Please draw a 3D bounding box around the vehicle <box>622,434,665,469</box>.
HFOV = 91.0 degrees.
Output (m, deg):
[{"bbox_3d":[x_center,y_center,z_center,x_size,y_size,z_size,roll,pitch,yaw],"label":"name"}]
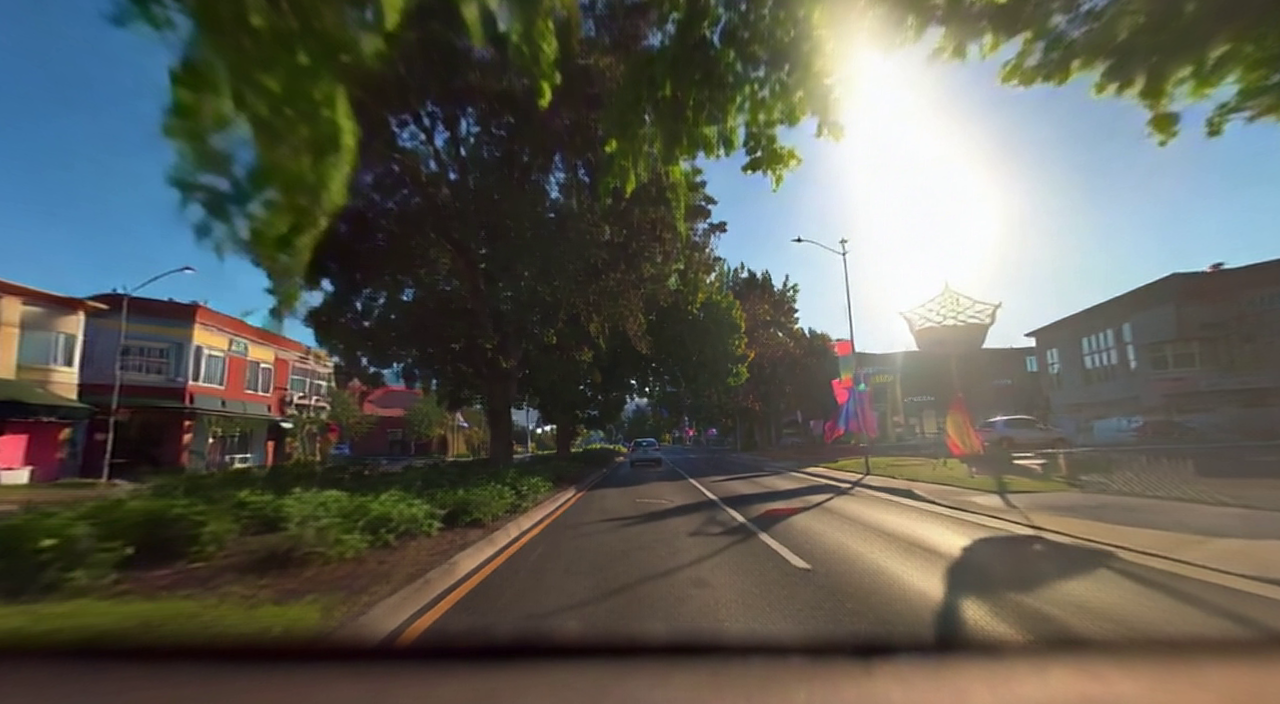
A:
[{"bbox_3d":[0.262,5.579,35.492,2.235,1.719,4.292,2,-8,2],"label":"vehicle"}]
